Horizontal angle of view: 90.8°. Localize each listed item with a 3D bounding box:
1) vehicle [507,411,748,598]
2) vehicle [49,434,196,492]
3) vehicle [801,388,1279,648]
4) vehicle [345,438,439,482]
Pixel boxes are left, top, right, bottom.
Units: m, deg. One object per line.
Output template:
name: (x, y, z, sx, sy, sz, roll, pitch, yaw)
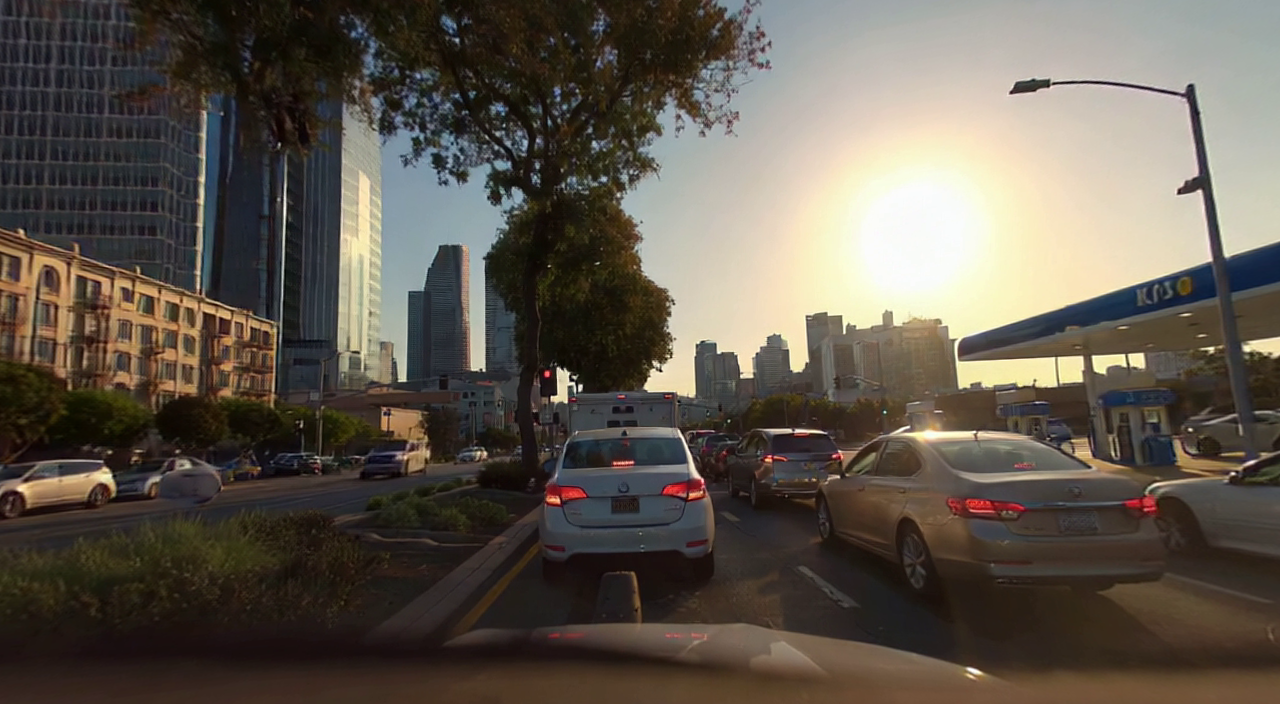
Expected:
vehicle: (-0.154, 1.615, 7.474, 2.106, 1.613, 3.697, 0, -9, -1)
vehicle: (-26.943, 5.780, 33.305, 2.571, 2.711, 6.027, 0, -9, 0)
vehicle: (3.362, 1.424, 6.473, 2.056, 1.700, 4.399, 0, -9, -3)
vehicle: (-11.022, 4.835, 28.572, 2.190, 1.778, 5.033, 0, -9, 0)
